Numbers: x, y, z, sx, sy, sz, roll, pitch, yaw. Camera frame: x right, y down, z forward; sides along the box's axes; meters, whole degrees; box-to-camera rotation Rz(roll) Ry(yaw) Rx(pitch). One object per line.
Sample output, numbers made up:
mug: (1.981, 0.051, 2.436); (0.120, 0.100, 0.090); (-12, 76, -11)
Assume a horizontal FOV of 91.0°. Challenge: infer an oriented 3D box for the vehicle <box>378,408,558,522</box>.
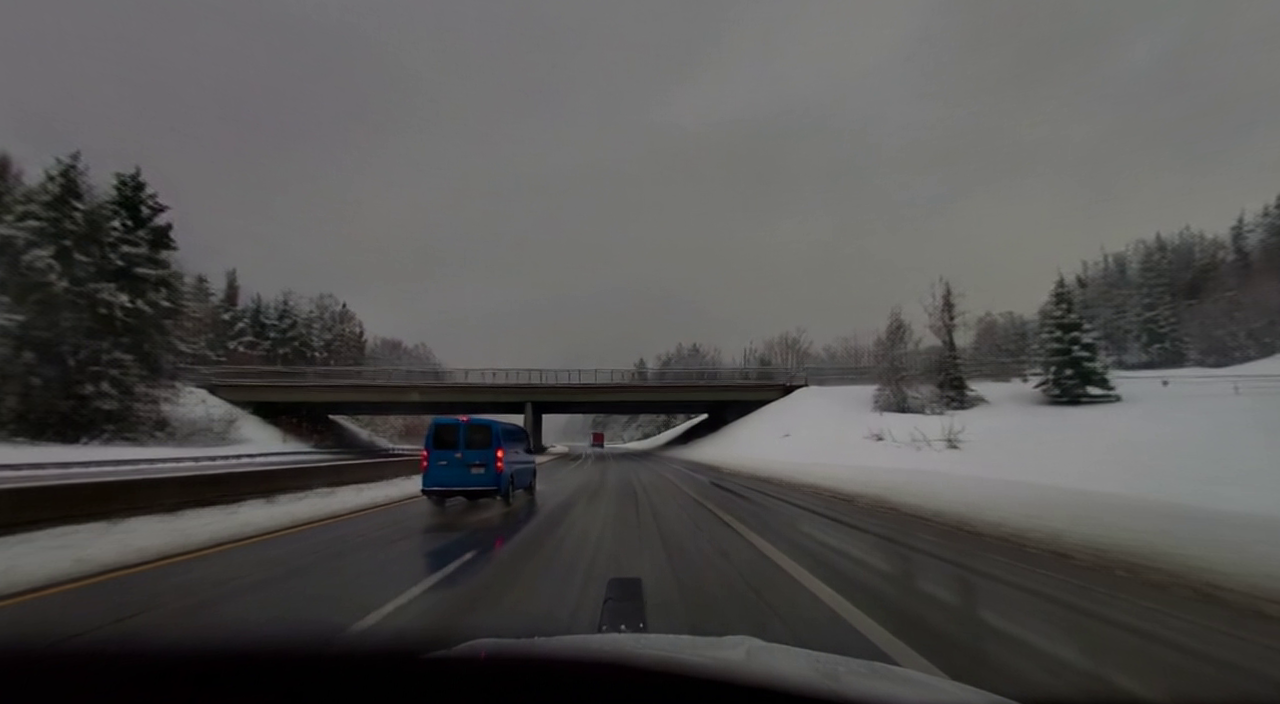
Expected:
vehicle: (-3.239, 2.281, 13.214); (2.372, 1.891, 5.061); (0, -8, 0)
